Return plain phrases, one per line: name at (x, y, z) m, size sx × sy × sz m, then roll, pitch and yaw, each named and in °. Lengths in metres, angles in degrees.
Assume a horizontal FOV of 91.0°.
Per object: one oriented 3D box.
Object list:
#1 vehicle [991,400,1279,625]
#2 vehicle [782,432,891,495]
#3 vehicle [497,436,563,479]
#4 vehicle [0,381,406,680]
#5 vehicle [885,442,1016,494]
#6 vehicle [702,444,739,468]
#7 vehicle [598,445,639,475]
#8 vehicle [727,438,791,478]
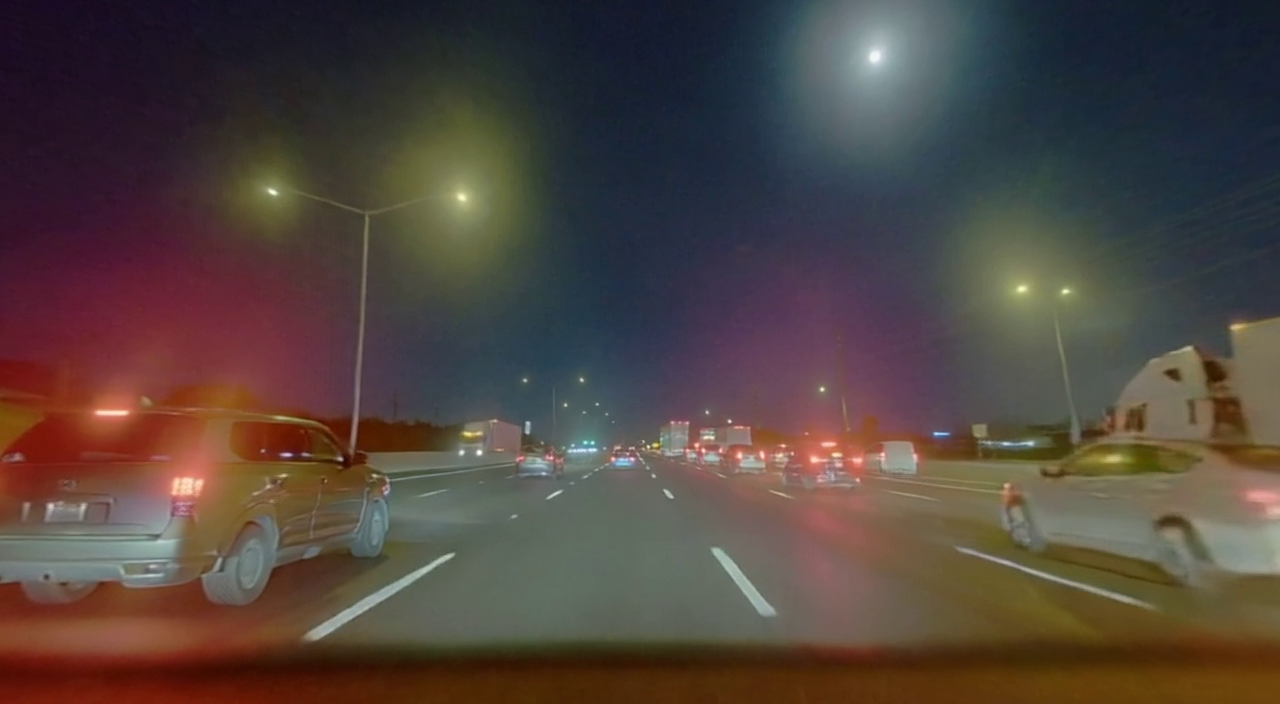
vehicle at (5.700, 1.436, 6.268) m, size 1.989 × 1.642 × 4.082 m, roll 0°, pitch -9°, yaw -1°
vehicle at (5.848, 3.376, 19.339) m, size 1.977 × 1.705 × 4.078 m, roll 0°, pitch -9°, yaw -1°
vehicle at (-4.940, 4.828, 29.070) m, size 2.147 × 1.825 × 4.602 m, roll 0°, pitch -9°, yaw 1°
vehicle at (-4.092, 1.341, 5.861) m, size 2.127 × 1.705 × 4.374 m, roll 0°, pitch -9°, yaw 0°
vehicle at (10.150, 3.804, 21.087) m, size 1.969 × 1.521 × 4.580 m, roll 0°, pitch -9°, yaw -1°
vehicle at (5.703, 7.422, 45.211) m, size 1.978 × 1.607 × 4.245 m, roll 0°, pitch -9°, yaw -1°
vehicle at (-1.122, 5.828, 34.274) m, size 2.060 × 1.508 × 4.308 m, roll 0°, pitch -9°, yaw -1°
vehicle at (5.707, 5.137, 30.866) m, size 2.086 × 1.783 × 4.868 m, roll 1°, pitch -9°, yaw -2°
